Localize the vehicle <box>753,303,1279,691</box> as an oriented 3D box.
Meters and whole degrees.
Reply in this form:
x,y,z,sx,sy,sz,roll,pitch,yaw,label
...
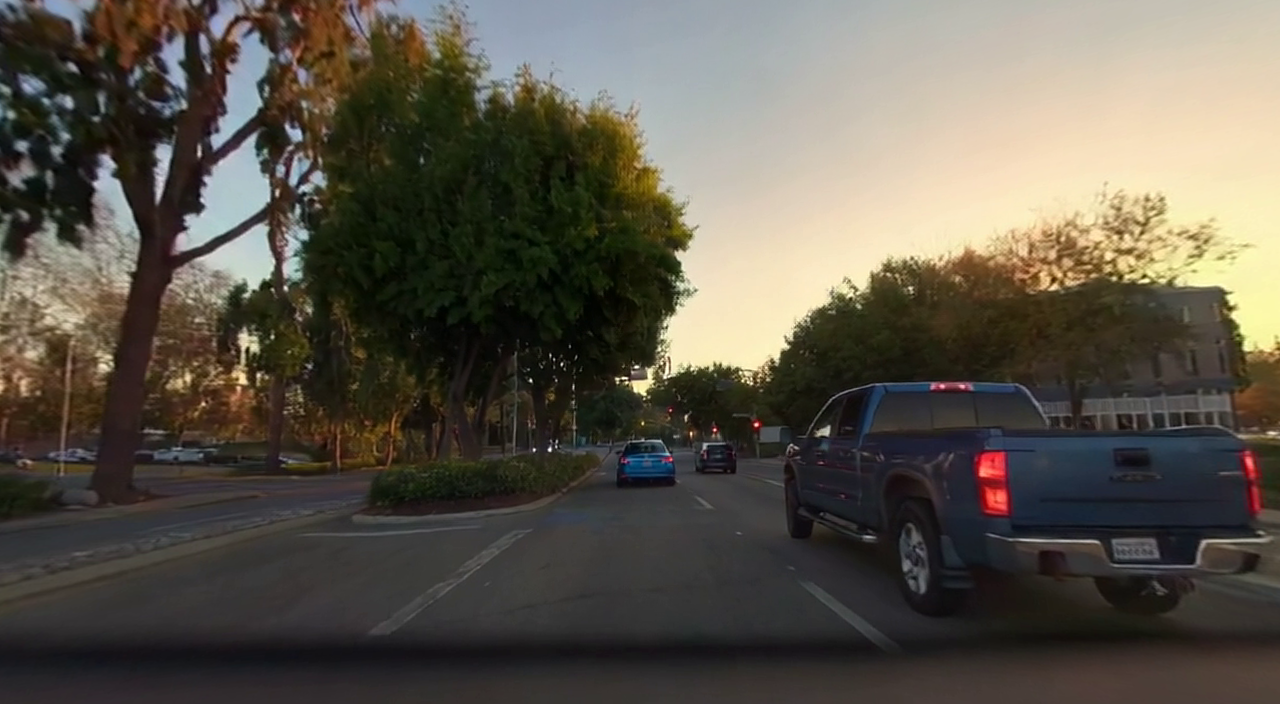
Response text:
x,y,z,sx,sy,sz,roll,pitch,yaw,label
3.158,1.207,6.501,2.731,2.101,6.047,0,-8,-1,vehicle

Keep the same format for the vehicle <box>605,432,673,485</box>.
x,y,z,sx,sy,sz,roll,pitch,yaw,label
-0.067,3.648,21.889,2.145,1.650,4.021,0,-8,-1,vehicle

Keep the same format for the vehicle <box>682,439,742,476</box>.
x,y,z,sx,sy,sz,roll,pitch,yaw,label
3.021,4.507,27.169,1.970,1.464,4.249,0,-8,-2,vehicle

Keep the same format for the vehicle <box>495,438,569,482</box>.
x,y,z,sx,sy,sz,roll,pitch,yaw,label
-3.922,3.977,23.496,1.960,1.475,4.161,0,-8,1,vehicle

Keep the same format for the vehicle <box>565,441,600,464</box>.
x,y,z,sx,sy,sz,roll,pitch,yaw,label
-3.942,6.955,43.714,1.959,1.482,4.701,0,-9,0,vehicle
